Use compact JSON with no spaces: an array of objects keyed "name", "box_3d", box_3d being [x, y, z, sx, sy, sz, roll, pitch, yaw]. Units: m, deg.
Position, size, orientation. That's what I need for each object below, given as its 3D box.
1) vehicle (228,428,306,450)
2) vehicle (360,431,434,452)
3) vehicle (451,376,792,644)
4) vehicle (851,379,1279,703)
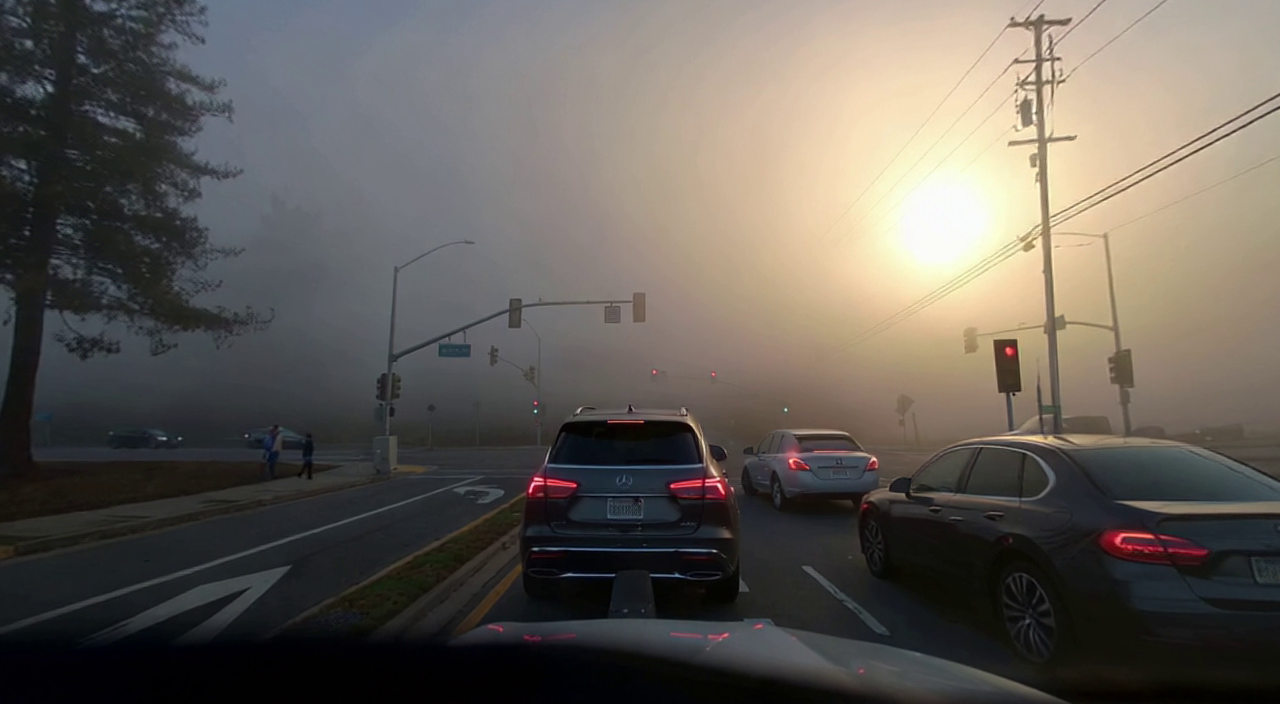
[{"name":"vehicle","box_3d":[-27.842,6.520,47.200,4.587,1.639,1.878,0,-8,0]},{"name":"vehicle","box_3d":[-17.797,6.554,46.353,4.607,1.478,1.995,0,-8,0]},{"name":"vehicle","box_3d":[-0.174,1.374,6.533,2.271,1.786,4.443,0,-8,-1]},{"name":"vehicle","box_3d":[3.537,1.300,5.466,1.948,1.677,4.437,0,-8,1]}]
